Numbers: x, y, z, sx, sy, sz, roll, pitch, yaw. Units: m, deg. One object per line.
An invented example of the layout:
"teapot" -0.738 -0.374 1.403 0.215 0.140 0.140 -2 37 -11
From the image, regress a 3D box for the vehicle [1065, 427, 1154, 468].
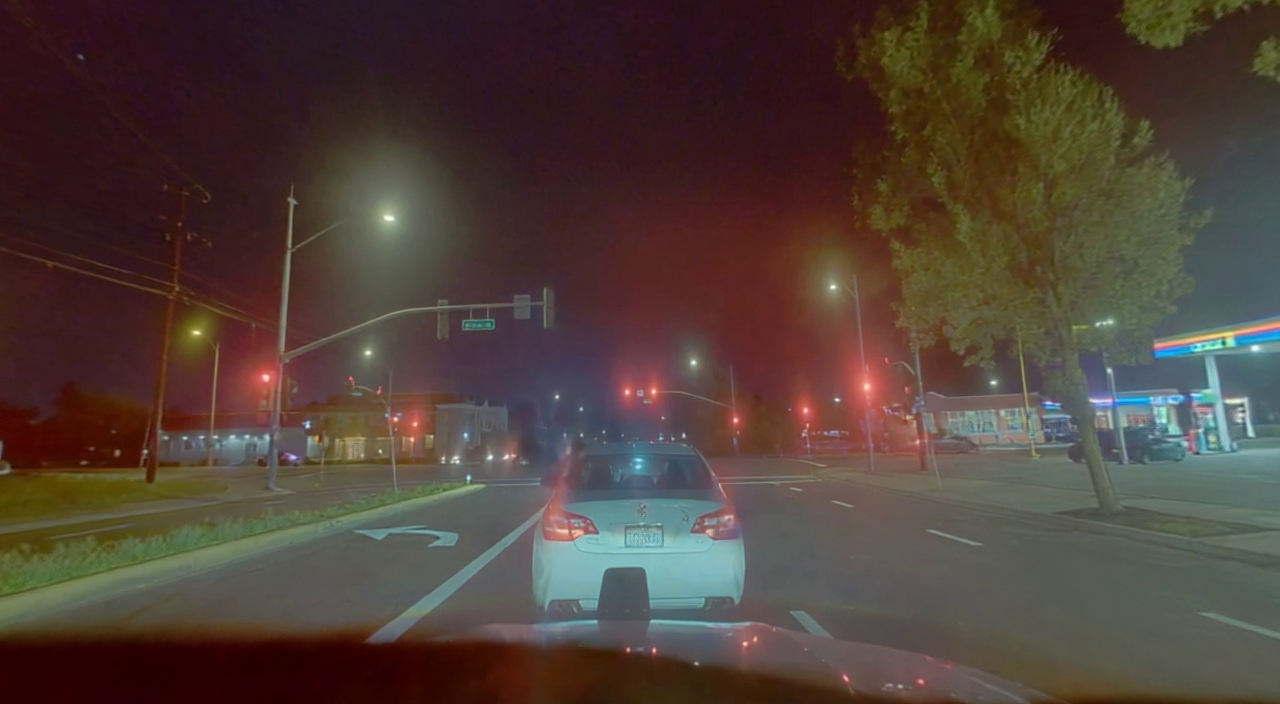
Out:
"vehicle" 18.577 3.756 24.885 4.091 1.495 2.053 8 -12 -44

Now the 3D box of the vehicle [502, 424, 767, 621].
"vehicle" -0.043 1.600 6.901 2.010 1.482 4.057 0 -8 0

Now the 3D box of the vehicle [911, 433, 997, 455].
"vehicle" 21.553 6.365 43.405 4.813 1.455 1.889 -1 -8 3
